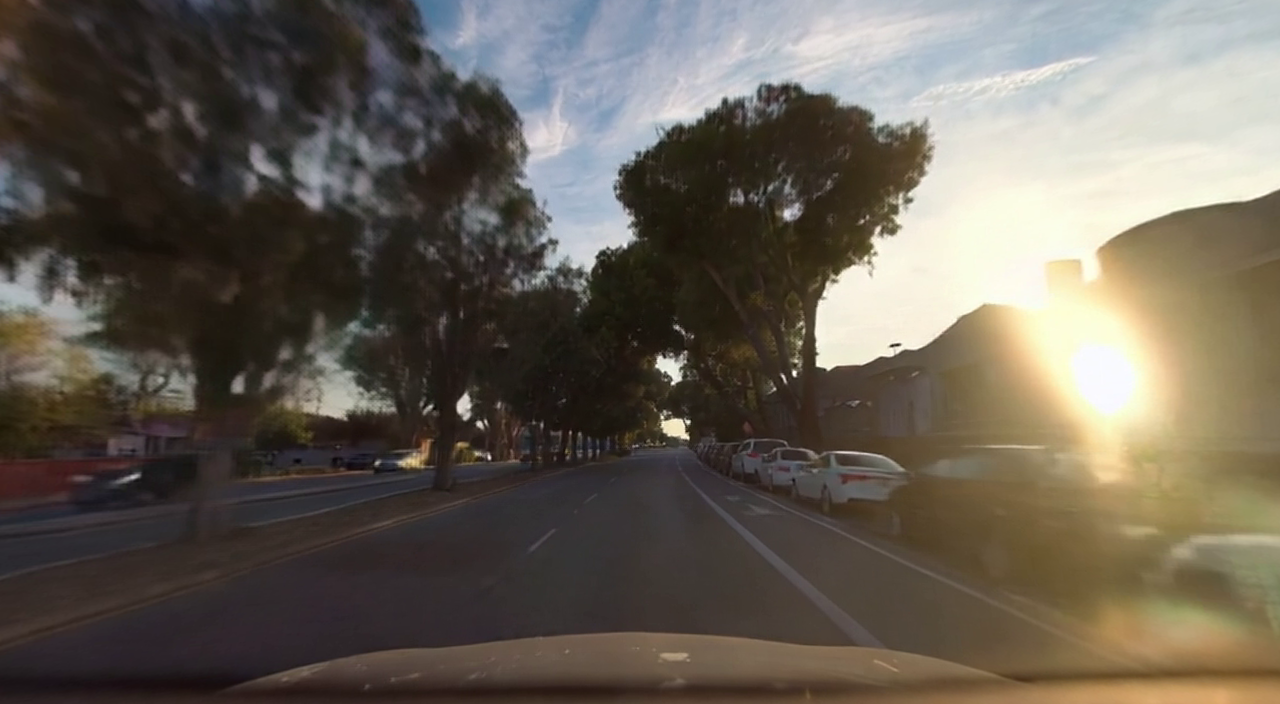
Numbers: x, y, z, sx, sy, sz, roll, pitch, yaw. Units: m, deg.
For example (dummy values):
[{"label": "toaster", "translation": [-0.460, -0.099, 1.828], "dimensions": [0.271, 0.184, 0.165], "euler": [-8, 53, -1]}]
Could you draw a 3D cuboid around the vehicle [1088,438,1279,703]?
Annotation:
[{"label": "vehicle", "translation": [4.068, 0.966, 2.020], "dimensions": [1.833, 1.399, 4.727], "euler": [-1, -8, 1]}]

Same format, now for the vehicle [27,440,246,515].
[{"label": "vehicle", "translation": [-13.143, 3.253, 16.954], "dimensions": [2.045, 1.712, 4.511], "euler": [-1, -8, 2]}]

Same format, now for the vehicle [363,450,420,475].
[{"label": "vehicle", "translation": [-18.013, 7.982, 45.930], "dimensions": [1.965, 1.640, 4.665], "euler": [-1, -8, 4]}]

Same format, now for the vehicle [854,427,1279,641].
[{"label": "vehicle", "translation": [4.099, 1.629, 6.751], "dimensions": [2.023, 1.525, 4.158], "euler": [0, -8, -2]}]
